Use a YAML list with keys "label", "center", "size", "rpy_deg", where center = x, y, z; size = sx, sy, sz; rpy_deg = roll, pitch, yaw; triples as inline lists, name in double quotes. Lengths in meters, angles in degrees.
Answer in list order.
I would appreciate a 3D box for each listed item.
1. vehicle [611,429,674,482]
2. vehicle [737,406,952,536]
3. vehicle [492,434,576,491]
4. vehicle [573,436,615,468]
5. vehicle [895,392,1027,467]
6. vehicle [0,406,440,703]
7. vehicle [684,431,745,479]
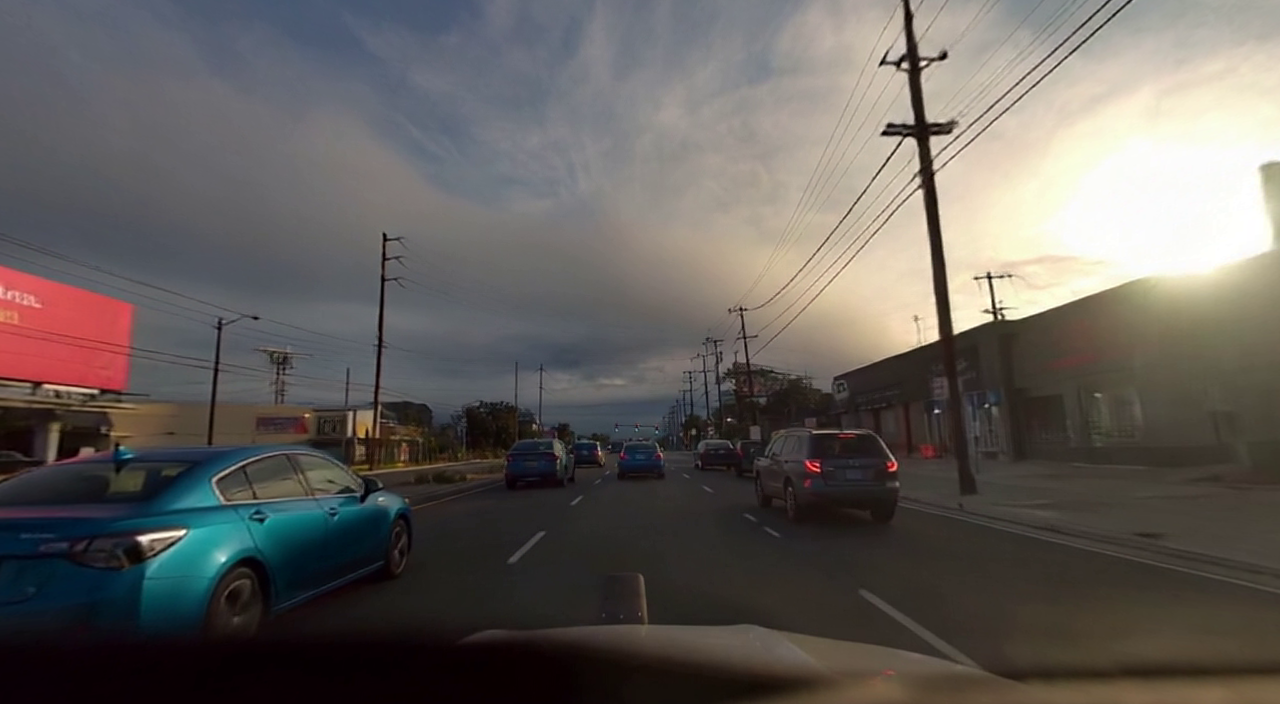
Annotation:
- label: "vehicle"
  center: [0.047, 4.145, 25.574]
  size: [2.326, 1.925, 4.253]
  rpy_deg: [0, -8, -1]
- label: "vehicle"
  center: [3.400, 2.114, 11.832]
  size: [2.282, 1.897, 4.915]
  rpy_deg: [0, -8, -1]
- label: "vehicle"
  center: [-3.327, 3.557, 20.668]
  size: [2.051, 1.671, 3.861]
  rpy_deg: [0, -8, 0]
- label: "vehicle"
  center: [-3.003, 6.686, 42.456]
  size: [2.405, 2.009, 5.909]
  rpy_deg: [0, -8, 0]
- label: "vehicle"
  center: [12.549, 3.137, 25.258]
  size: [2.477, 2.665, 5.203]
  rpy_deg: [0, -8, 1]
- label: "vehicle"
  center: [-3.247, 1.293, 4.749]
  size: [2.022, 1.498, 4.471]
  rpy_deg: [0, -8, 0]
- label: "vehicle"
  center: [3.122, 4.417, 27.353]
  size: [2.026, 1.904, 4.102]
  rpy_deg: [0, -8, -1]
